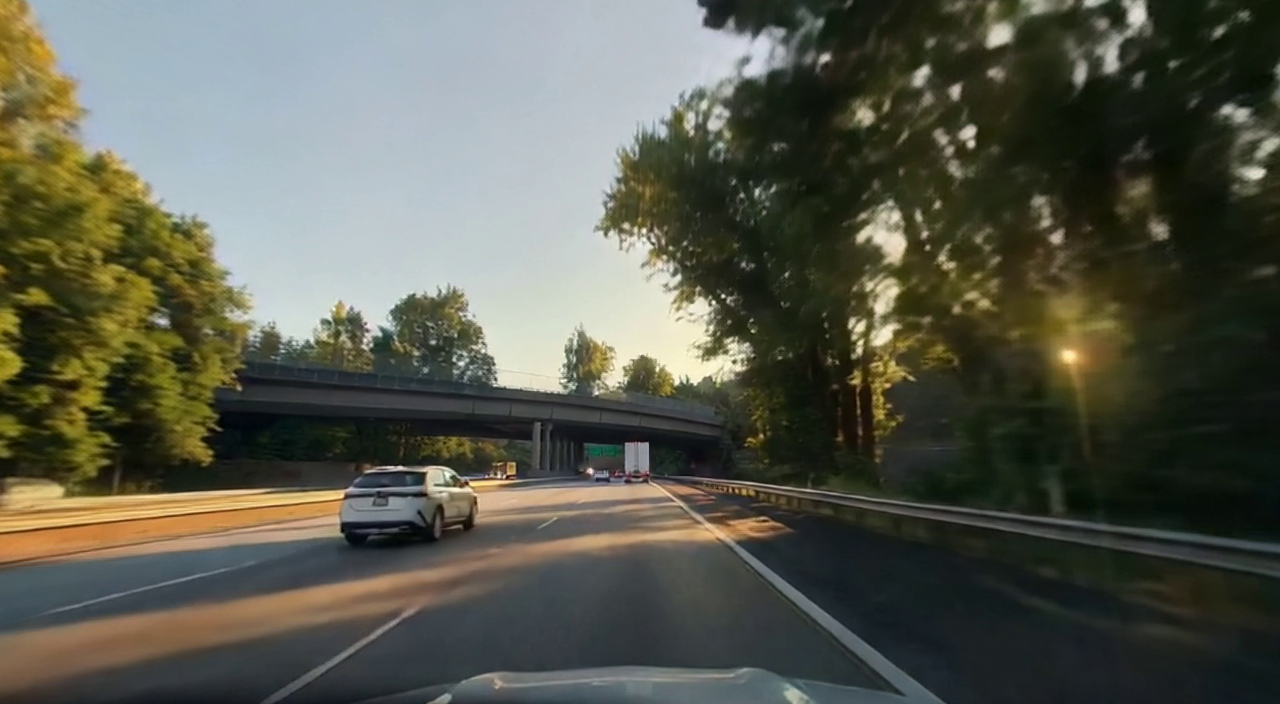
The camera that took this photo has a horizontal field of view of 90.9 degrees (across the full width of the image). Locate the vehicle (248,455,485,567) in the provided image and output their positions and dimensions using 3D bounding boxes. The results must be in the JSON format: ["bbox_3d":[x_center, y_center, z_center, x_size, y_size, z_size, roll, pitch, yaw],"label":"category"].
[{"bbox_3d":[-4.292,2.599,10.966,1.950,1.460,4.812,1,-10,0],"label":"vehicle"}]
